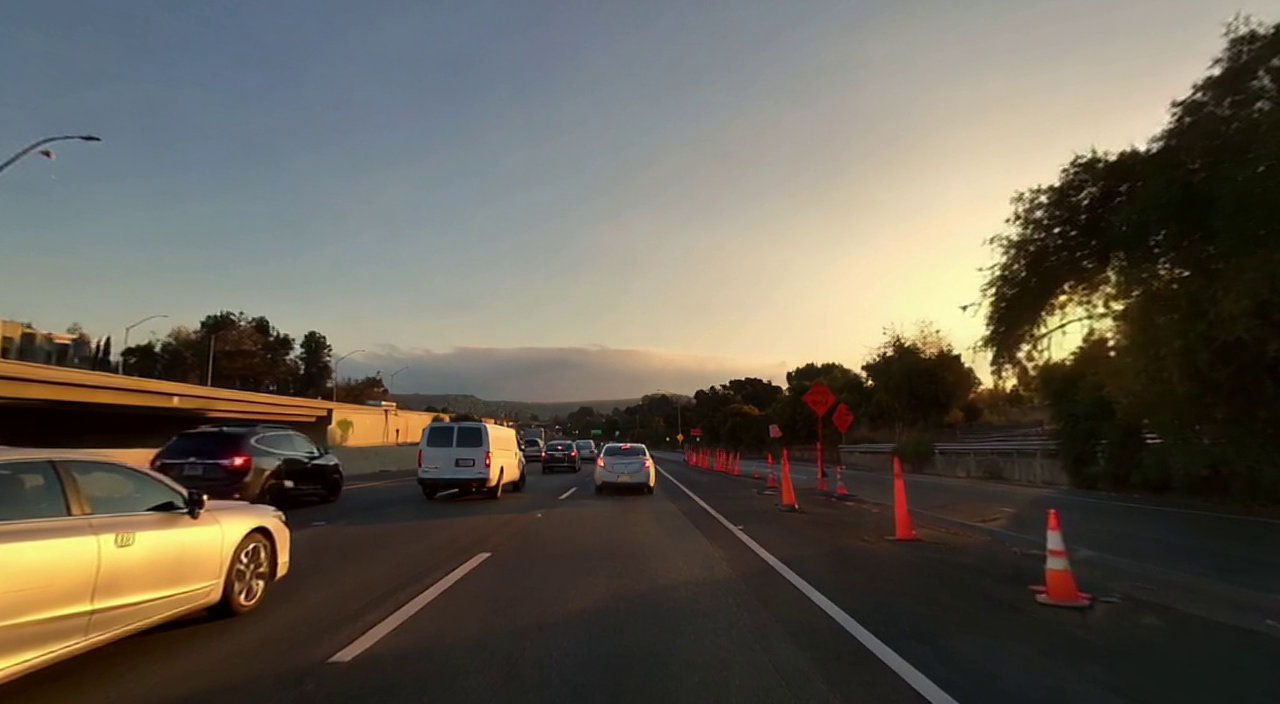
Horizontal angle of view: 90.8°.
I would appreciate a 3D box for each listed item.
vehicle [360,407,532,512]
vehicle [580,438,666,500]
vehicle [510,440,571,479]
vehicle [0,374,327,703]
[{"bbox_3d":[-4.274,2.518,15.212,2.324,2.012,5.740,0,-9,0],"label":"vehicle"},{"bbox_3d":[-0.457,3.114,17.209,2.069,1.484,3.918,0,-9,-1],"label":"vehicle"},{"bbox_3d":[-3.986,4.368,25.927,1.824,1.459,4.007,0,-9,1],"label":"vehicle"},{"bbox_3d":[-3.910,1.007,3.511,2.041,1.604,4.384,0,-9,1],"label":"vehicle"}]
